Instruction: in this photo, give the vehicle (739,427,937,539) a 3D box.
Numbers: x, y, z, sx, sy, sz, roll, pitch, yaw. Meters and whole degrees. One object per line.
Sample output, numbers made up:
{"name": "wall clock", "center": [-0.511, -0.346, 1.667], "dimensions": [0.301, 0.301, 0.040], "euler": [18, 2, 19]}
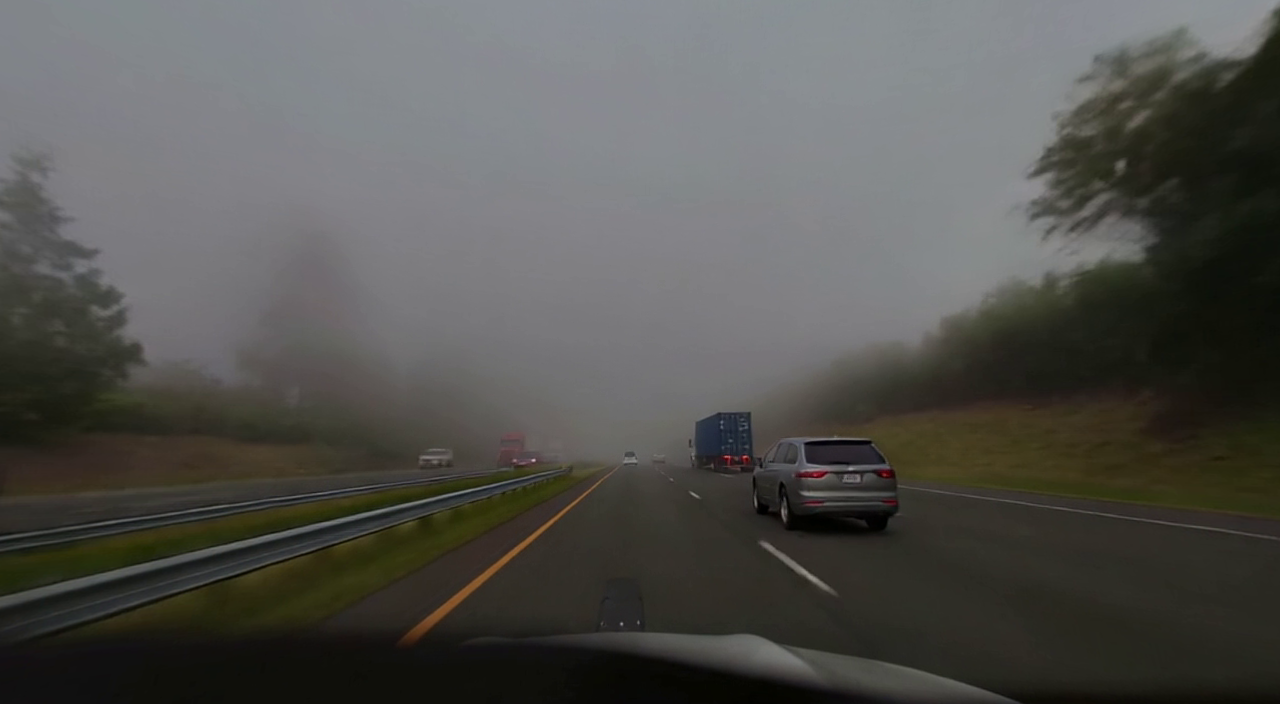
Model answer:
{"name": "vehicle", "center": [3.353, 2.328, 11.853], "dimensions": [2.130, 1.658, 4.537], "euler": [0, -9, -2]}
